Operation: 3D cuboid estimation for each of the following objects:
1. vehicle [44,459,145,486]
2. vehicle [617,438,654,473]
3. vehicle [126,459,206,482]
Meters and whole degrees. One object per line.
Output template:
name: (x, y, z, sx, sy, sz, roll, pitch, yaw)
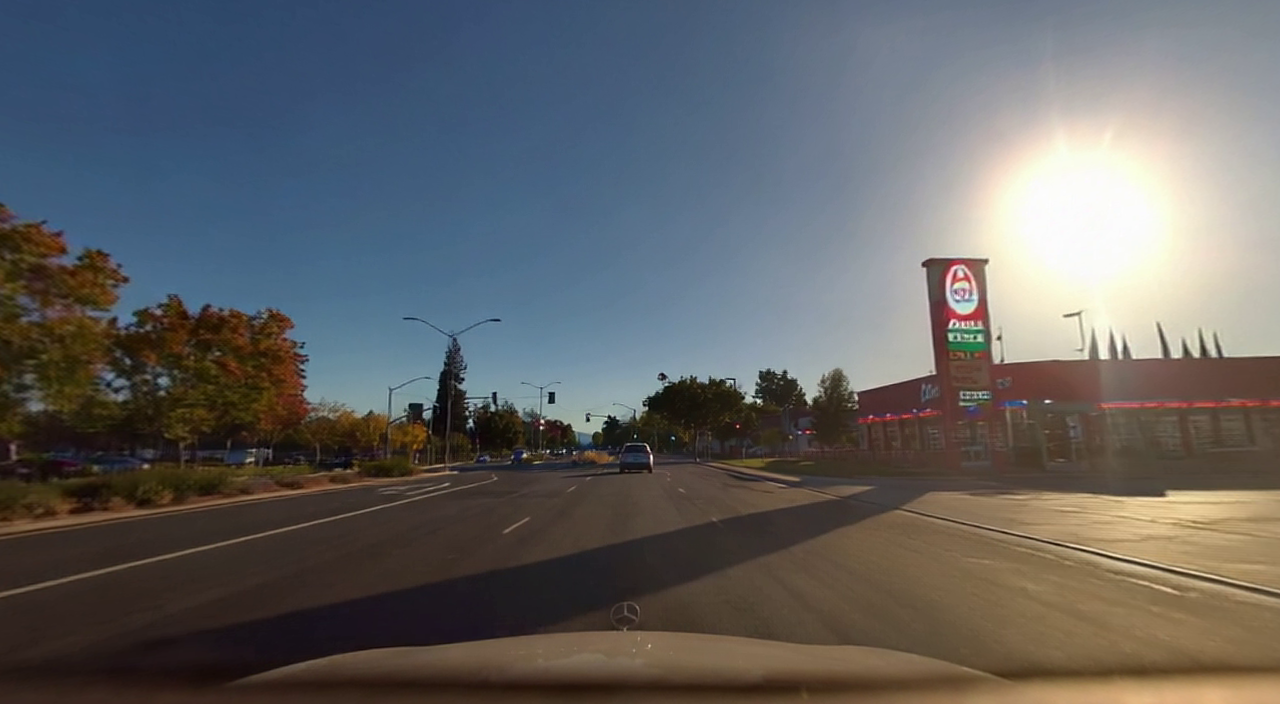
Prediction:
vehicle: (-32.174, 7.088, 37.369, 4.063, 1.479, 1.939, 0, -9, -2)
vehicle: (-0.224, 6.150, 37.807, 2.096, 1.961, 4.259, 0, -9, 0)
vehicle: (-32.157, 8.044, 42.924, 3.791, 1.473, 1.942, 0, -9, -3)
